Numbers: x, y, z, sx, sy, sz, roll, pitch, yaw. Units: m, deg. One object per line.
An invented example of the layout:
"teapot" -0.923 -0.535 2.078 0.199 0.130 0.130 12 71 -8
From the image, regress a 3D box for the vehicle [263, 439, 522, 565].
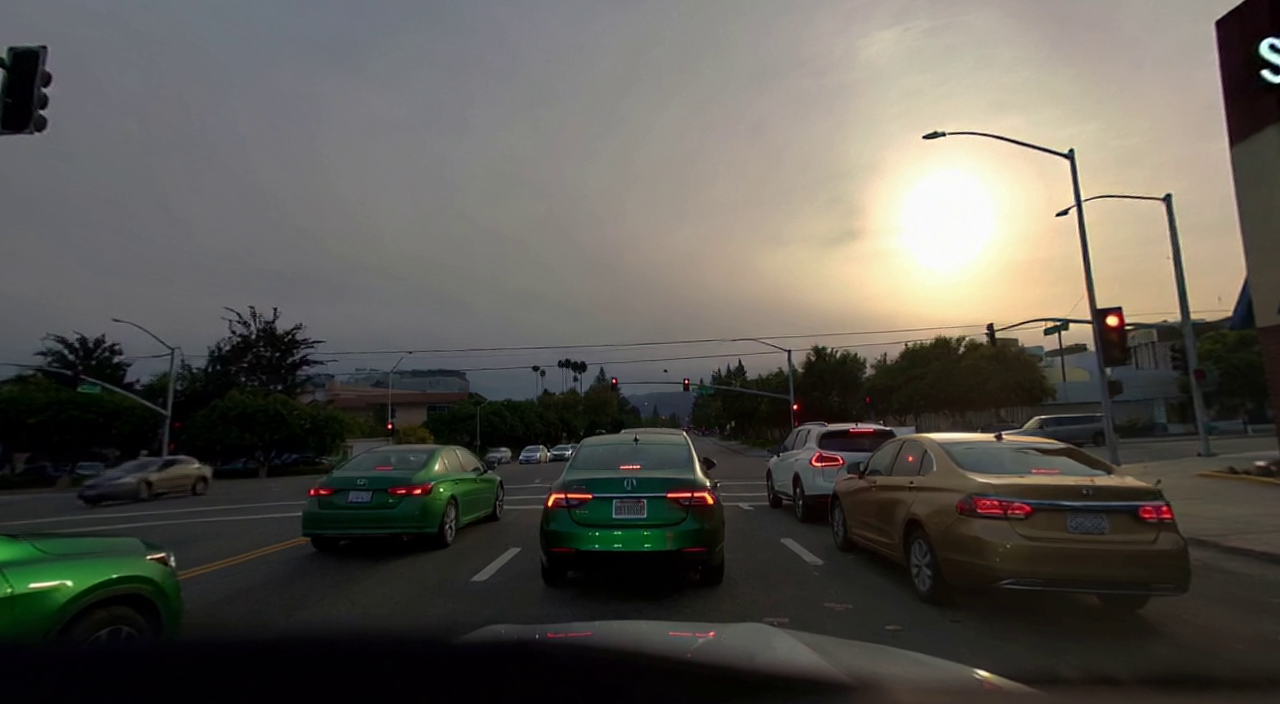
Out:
"vehicle" -3.293 2.073 9.552 1.995 1.436 4.373 -1 -8 3

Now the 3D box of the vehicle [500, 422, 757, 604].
"vehicle" -0.124 1.654 7.395 2.140 1.499 4.119 0 -8 -1

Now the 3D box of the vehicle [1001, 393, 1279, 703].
"vehicle" 3.944 0.974 3.106 1.800 1.519 4.198 0 -8 0

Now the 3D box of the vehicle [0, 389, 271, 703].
"vehicle" -3.469 0.846 1.847 2.016 1.547 4.414 0 -8 1

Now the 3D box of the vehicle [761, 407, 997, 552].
"vehicle" 3.318 1.866 9.838 1.992 1.744 4.183 0 -8 0
